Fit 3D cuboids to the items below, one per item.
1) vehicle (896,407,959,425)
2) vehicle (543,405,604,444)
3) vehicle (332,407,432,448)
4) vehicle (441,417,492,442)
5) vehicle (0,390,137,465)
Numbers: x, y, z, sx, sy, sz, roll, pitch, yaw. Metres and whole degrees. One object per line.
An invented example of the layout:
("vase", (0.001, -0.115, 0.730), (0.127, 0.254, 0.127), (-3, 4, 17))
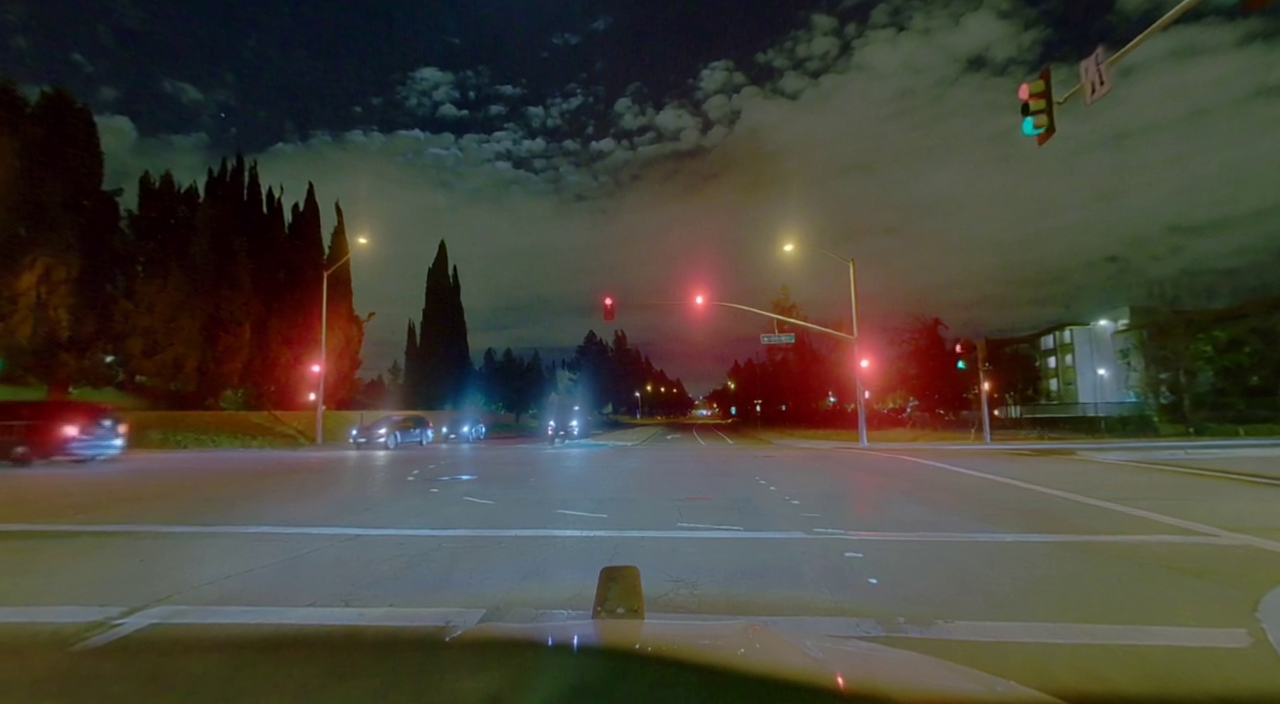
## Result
("vehicle", (22.003, 4.933, 48.440), (3.933, 1.219, 1.700), (-1, -9, 3))
("vehicle", (-3.446, 3.980, 33.873), (2.306, 1.907, 5.382), (-1, -8, 4))
("vehicle", (-12.713, 3.848, 31.595), (2.340, 1.902, 4.920), (-2, -9, 9))
("vehicle", (-11.235, 5.116, 41.164), (1.899, 1.510, 4.294), (-1, -8, 3))
("vehicle", (-17.201, 2.068, 17.067), (5.383, 1.870, 2.203), (-1, -9, 3))
